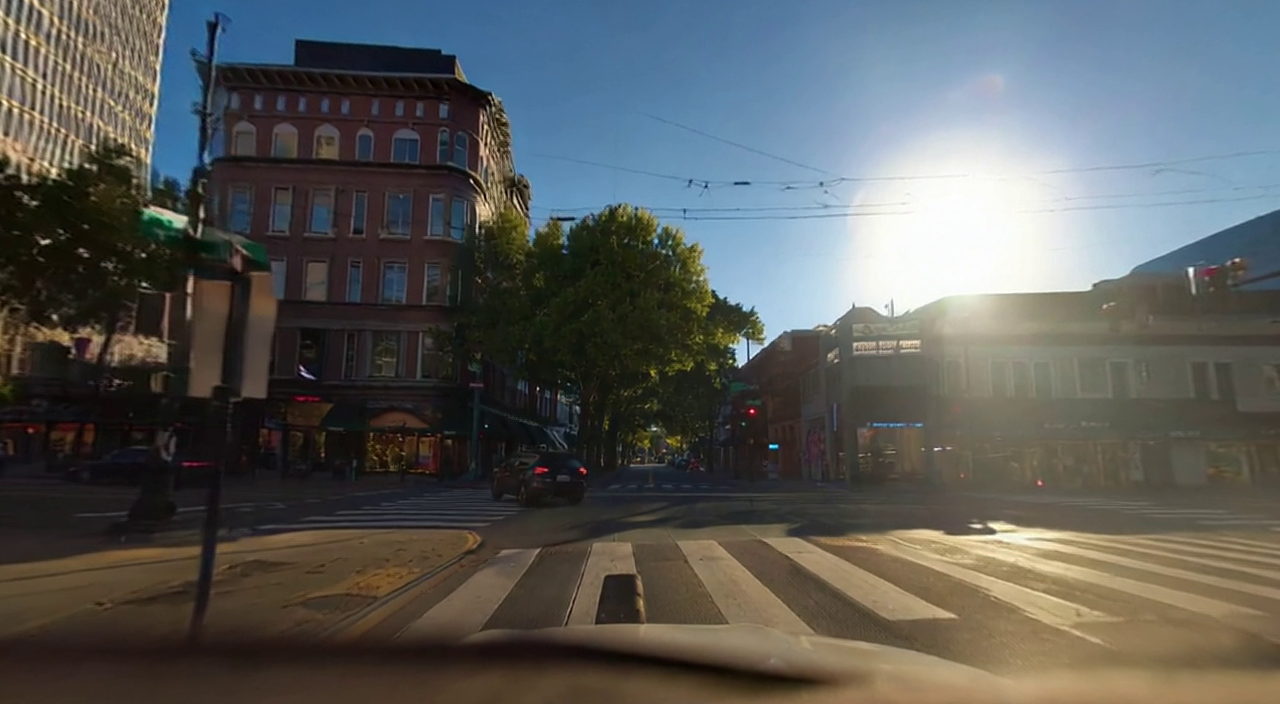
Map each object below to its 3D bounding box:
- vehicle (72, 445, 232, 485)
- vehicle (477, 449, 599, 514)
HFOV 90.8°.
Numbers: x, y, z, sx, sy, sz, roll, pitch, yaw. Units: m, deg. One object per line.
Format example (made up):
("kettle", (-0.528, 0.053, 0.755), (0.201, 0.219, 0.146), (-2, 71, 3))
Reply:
("vehicle", (-18.844, 4.373, 24.555), (4.627, 1.468, 1.871), (-1, -9, 0))
("vehicle", (-2.924, 3.402, 17.189), (2.106, 1.482, 4.459), (4, -10, -25))
